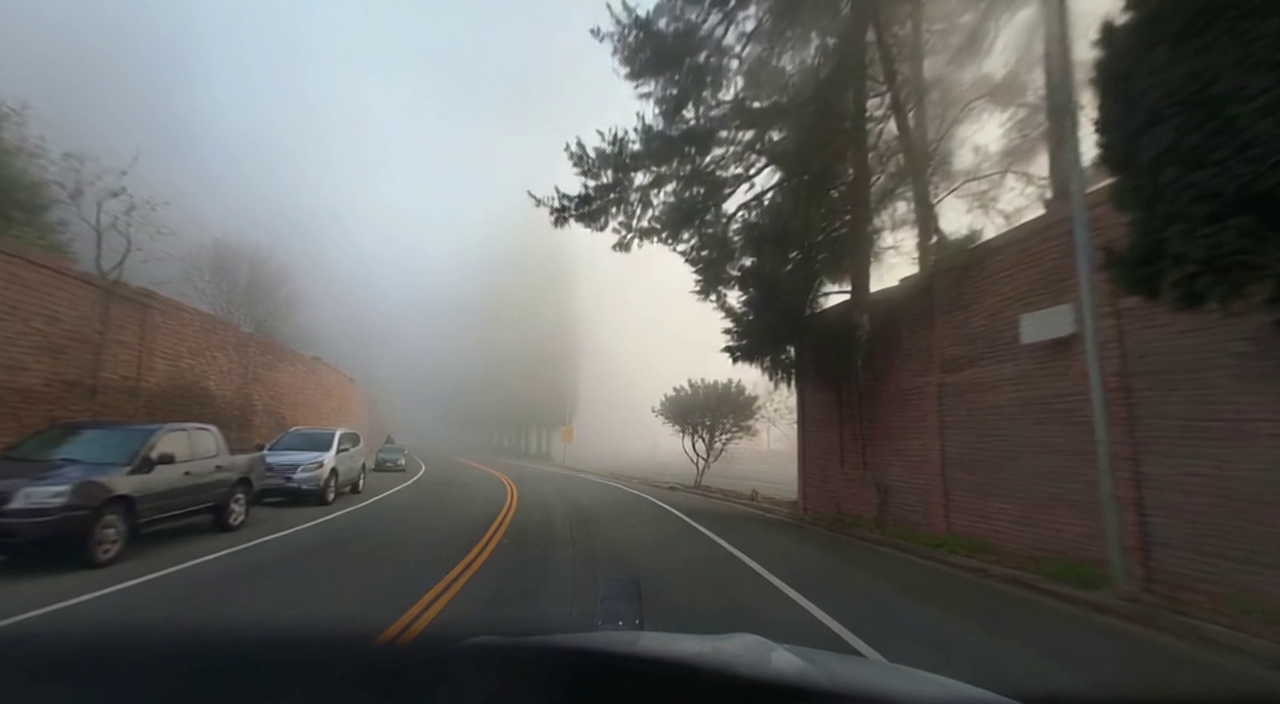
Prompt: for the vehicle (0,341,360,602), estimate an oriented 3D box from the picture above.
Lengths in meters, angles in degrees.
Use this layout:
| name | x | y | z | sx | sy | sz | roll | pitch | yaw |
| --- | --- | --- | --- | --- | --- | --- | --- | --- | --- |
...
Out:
| name | x | y | z | sx | sy | sz | roll | pitch | yaw |
| --- | --- | --- | --- | --- | --- | --- | --- | --- | --- |
| vehicle | -7.156 | 1.553 | 9.475 | 3.073 | 2.458 | 6.937 | 3 | -8 | -4 |
